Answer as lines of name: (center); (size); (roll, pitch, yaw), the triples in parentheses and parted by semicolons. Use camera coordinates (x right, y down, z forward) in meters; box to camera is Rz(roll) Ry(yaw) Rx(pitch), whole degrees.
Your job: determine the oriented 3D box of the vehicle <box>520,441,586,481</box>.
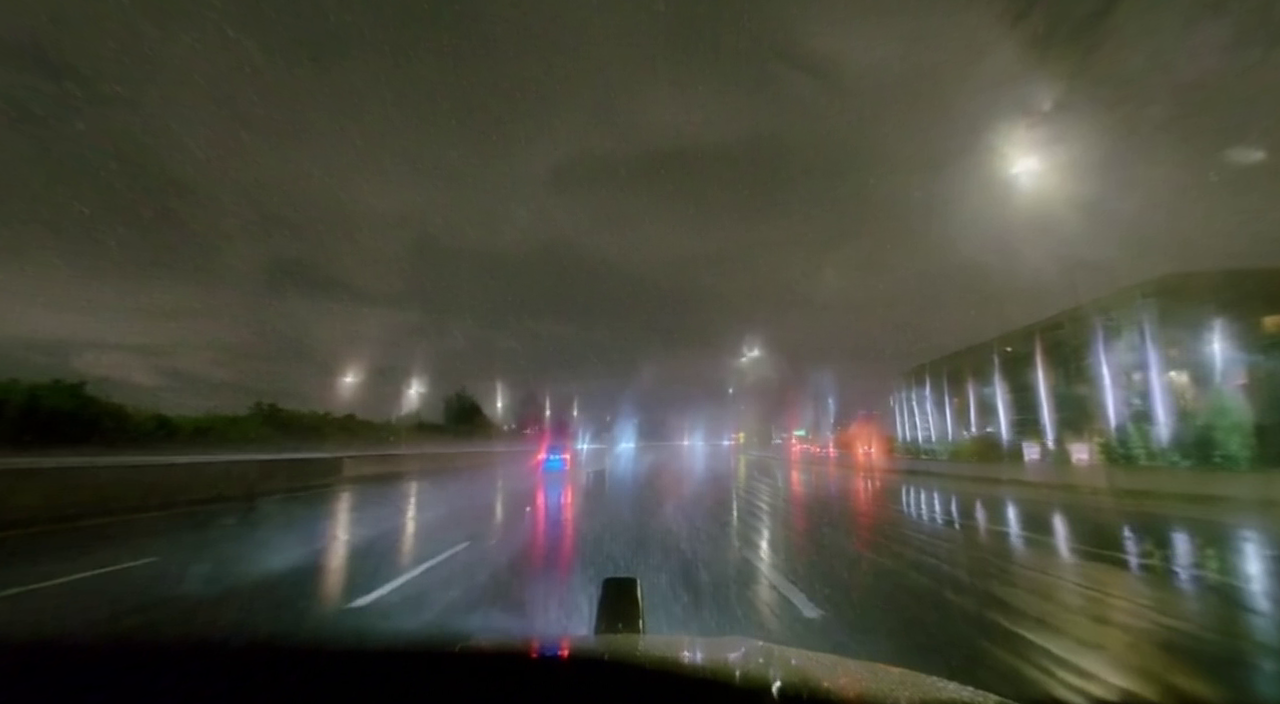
vehicle: (-3.697, 4.739, 27.718); (2.087, 1.566, 4.756); (-1, -9, 2)
